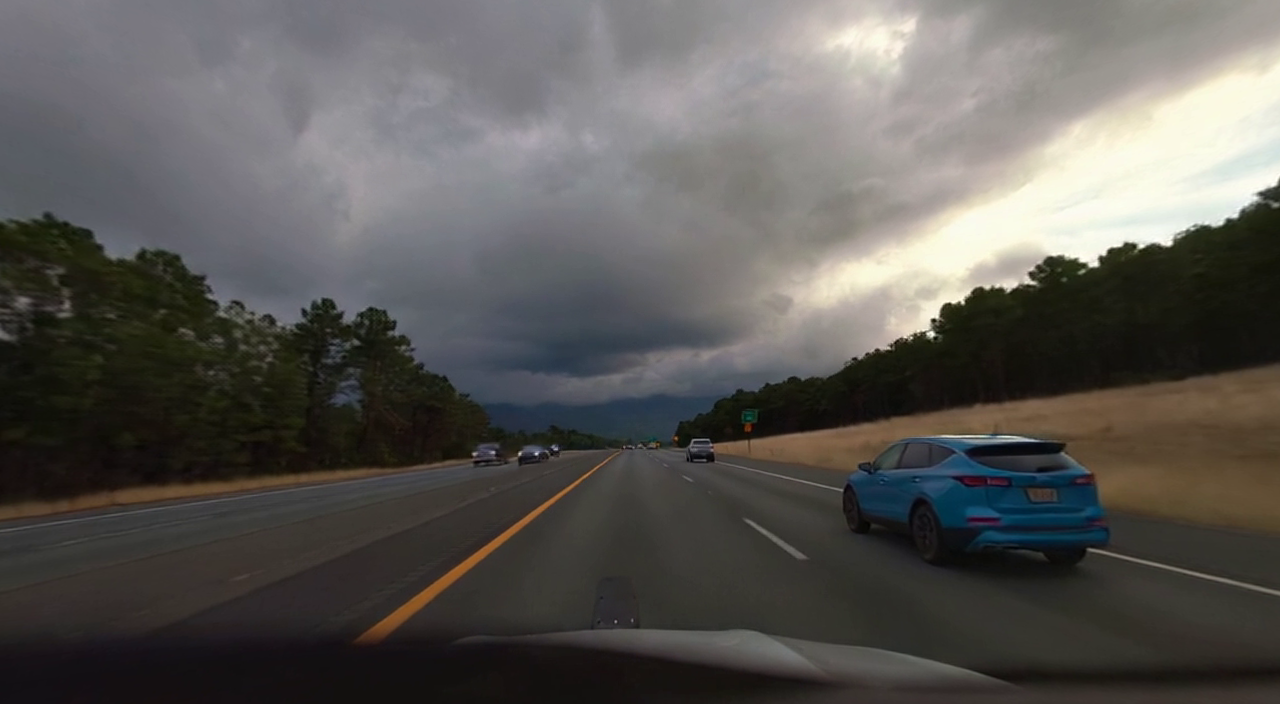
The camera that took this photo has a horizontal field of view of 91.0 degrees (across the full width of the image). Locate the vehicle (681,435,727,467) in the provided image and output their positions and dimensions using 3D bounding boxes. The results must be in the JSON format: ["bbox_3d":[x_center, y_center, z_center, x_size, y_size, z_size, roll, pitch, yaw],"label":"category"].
[{"bbox_3d":[3.500,5.530,35.317,2.043,1.673,4.016,0,-8,-2],"label":"vehicle"}]

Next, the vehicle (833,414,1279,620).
[{"bbox_3d":[3.823,1.524,6.857,1.999,1.501,4.221,0,-8,-1],"label":"vehicle"}]

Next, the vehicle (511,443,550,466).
[{"bbox_3d":[-7.743,7.302,45.018,1.993,1.508,4.492,-1,-8,0],"label":"vehicle"}]

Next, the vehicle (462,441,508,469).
[{"bbox_3d":[-11.811,7.875,48.253,2.223,1.985,5.103,-1,-8,0],"label":"vehicle"}]
